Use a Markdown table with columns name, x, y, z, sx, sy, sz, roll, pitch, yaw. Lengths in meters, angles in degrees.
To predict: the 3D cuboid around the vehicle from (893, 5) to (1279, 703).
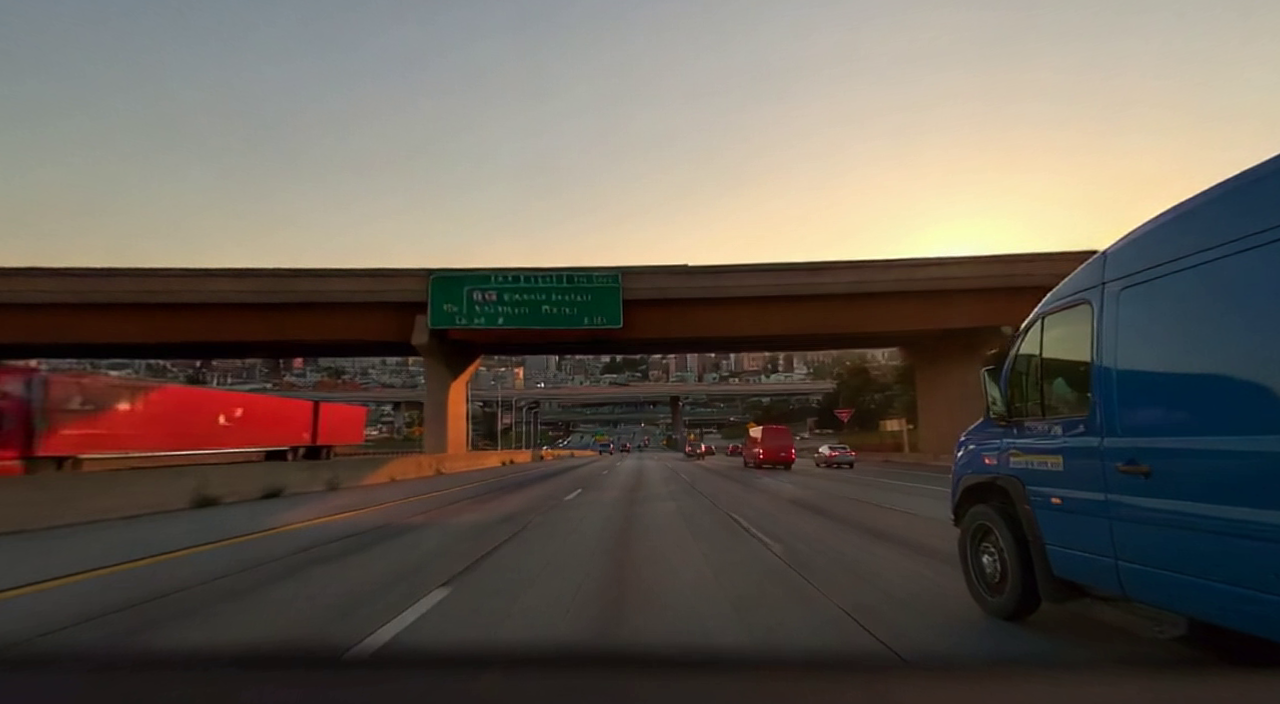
| name | x | y | z | sx | sy | sz | roll | pitch | yaw |
| --- | --- | --- | --- | --- | --- | --- | --- | --- | --- |
| vehicle | 3.333 | 0.154 | 1.486 | 2.436 | 2.745 | 7.034 | 0 | -8 | -1 |

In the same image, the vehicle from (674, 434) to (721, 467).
| name | x | y | z | sx | sy | sz | roll | pitch | yaw |
| --- | --- | --- | --- | --- | --- | --- | --- | --- | --- |
| vehicle | 3.655 | 6.415 | 41.259 | 2.464 | 1.961 | 5.520 | 0 | -8 | -1 |

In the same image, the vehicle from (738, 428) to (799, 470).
| name | x | y | z | sx | sy | sz | roll | pitch | yaw |
| --- | --- | --- | --- | --- | --- | --- | --- | --- | --- |
| vehicle | 7.265 | 5.547 | 36.315 | 2.301 | 2.203 | 5.419 | 0 | -8 | -1 |

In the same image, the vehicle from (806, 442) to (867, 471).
| name | x | y | z | sx | sy | sz | roll | pitch | yaw |
| --- | --- | --- | --- | --- | --- | --- | --- | --- | --- |
| vehicle | 10.781 | 5.773 | 34.997 | 1.976 | 1.474 | 4.779 | 0 | -9 | 1 |
